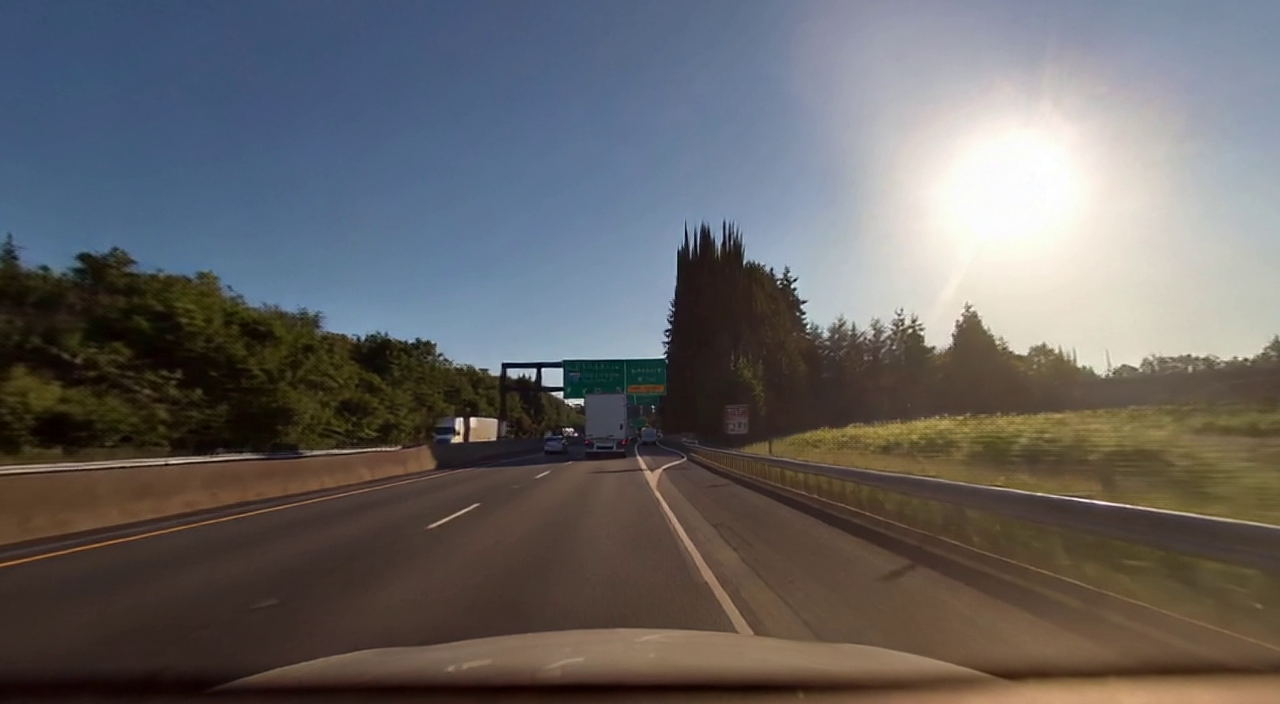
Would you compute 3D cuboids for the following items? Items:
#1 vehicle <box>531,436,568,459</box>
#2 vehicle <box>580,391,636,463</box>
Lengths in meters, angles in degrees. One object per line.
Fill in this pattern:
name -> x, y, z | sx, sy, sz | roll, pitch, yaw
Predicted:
vehicle -> -6.019, 6.422, 42.469 | 1.931, 1.479, 4.083 | 0, -8, -1
vehicle -> -1.790, 4.484, 37.129 | 2.855, 3.741, 8.587 | 0, -8, -2
